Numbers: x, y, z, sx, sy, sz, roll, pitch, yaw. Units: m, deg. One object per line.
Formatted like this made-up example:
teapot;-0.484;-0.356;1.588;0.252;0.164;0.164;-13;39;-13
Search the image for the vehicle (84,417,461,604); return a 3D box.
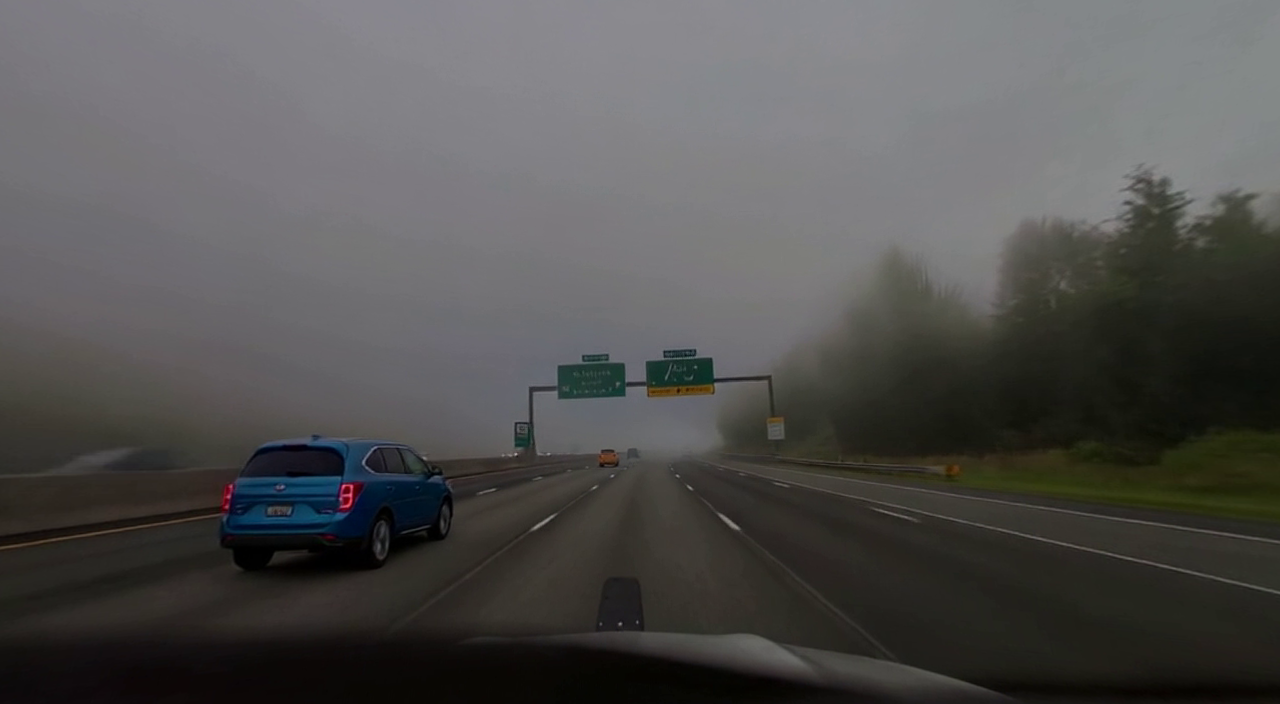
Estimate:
vehicle;-3.810;1.700;7.645;2.016;1.623;4.126;0;-9;1
